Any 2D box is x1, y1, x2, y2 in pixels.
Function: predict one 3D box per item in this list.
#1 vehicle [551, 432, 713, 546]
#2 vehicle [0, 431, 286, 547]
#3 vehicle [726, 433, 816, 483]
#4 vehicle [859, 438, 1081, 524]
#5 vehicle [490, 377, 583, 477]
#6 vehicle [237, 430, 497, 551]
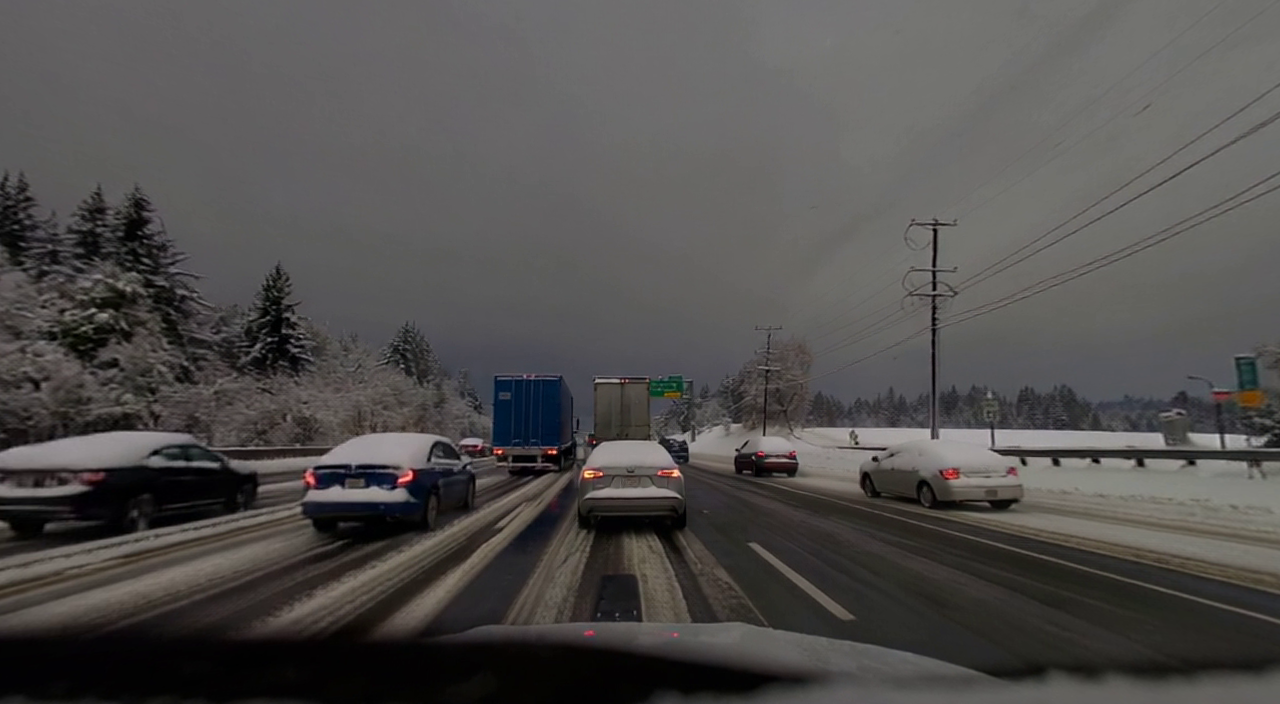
[{"bbox_3d":[-0.201,2.099,10.312,2.112,1.463,4.012,0,-9,-3],"label":"vehicle"},{"bbox_3d":[-8.156,2.106,10.428,2.008,1.454,4.693,0,-9,-2],"label":"vehicle"},{"bbox_3d":[4.731,3.897,23.458,2.023,1.676,4.002,1,-9,-7],"label":"vehicle"},{"bbox_3d":[6.264,2.471,12.668,1.878,1.406,4.164,1,-9,-6],"label":"vehicle"},{"bbox_3d":[-5.282,4.610,36.276,3.150,4.298,17.928,0,-9,-3],"label":"vehicle"},{"bbox_3d":[-3.911,2.078,10.267,2.090,1.463,4.968,0,-9,-1],"label":"vehicle"}]
